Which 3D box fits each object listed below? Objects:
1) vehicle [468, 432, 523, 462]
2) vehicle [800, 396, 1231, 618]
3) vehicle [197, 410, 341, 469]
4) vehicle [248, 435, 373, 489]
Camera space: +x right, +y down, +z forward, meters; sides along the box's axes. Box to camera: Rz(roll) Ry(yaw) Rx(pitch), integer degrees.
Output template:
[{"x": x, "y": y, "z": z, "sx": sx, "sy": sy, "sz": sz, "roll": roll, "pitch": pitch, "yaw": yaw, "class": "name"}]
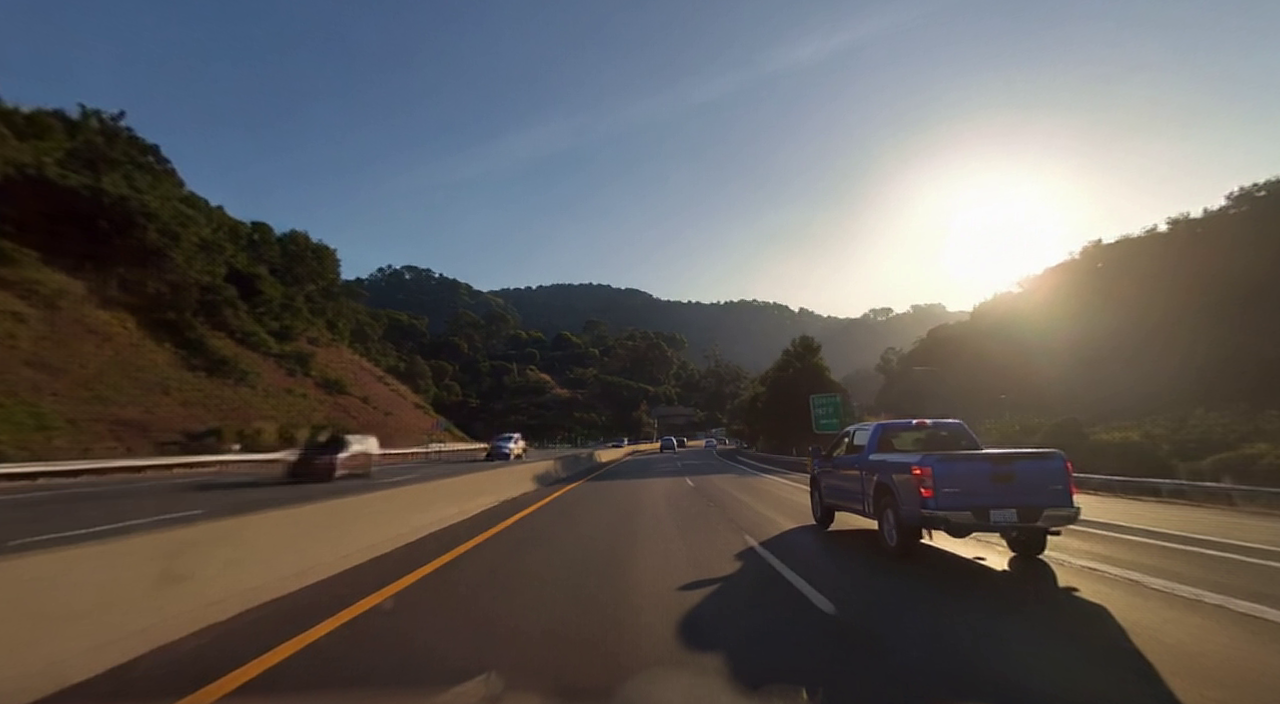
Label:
[{"x": -9.959, "y": 6.638, "z": 44.094, "sx": 2.173, "sy": 1.932, "sz": 5.712, "roll": -1, "pitch": -9, "yaw": 4, "class": "vehicle"}, {"x": 3.591, "y": 1.580, "z": 7.447, "sx": 2.151, "sy": 1.744, "sz": 4.709, "roll": 0, "pitch": -9, "yaw": 0, "class": "vehicle"}, {"x": -24.130, "y": 6.090, "z": 42.167, "sx": 3.203, "sy": 3.011, "sz": 10.979, "roll": -4, "pitch": -11, "yaw": -1, "class": "vehicle"}, {"x": -11.079, "y": 3.706, "z": 21.639, "sx": 1.970, "sy": 1.629, "sz": 4.136, "roll": -1, "pitch": -9, "yaw": 1, "class": "vehicle"}]
